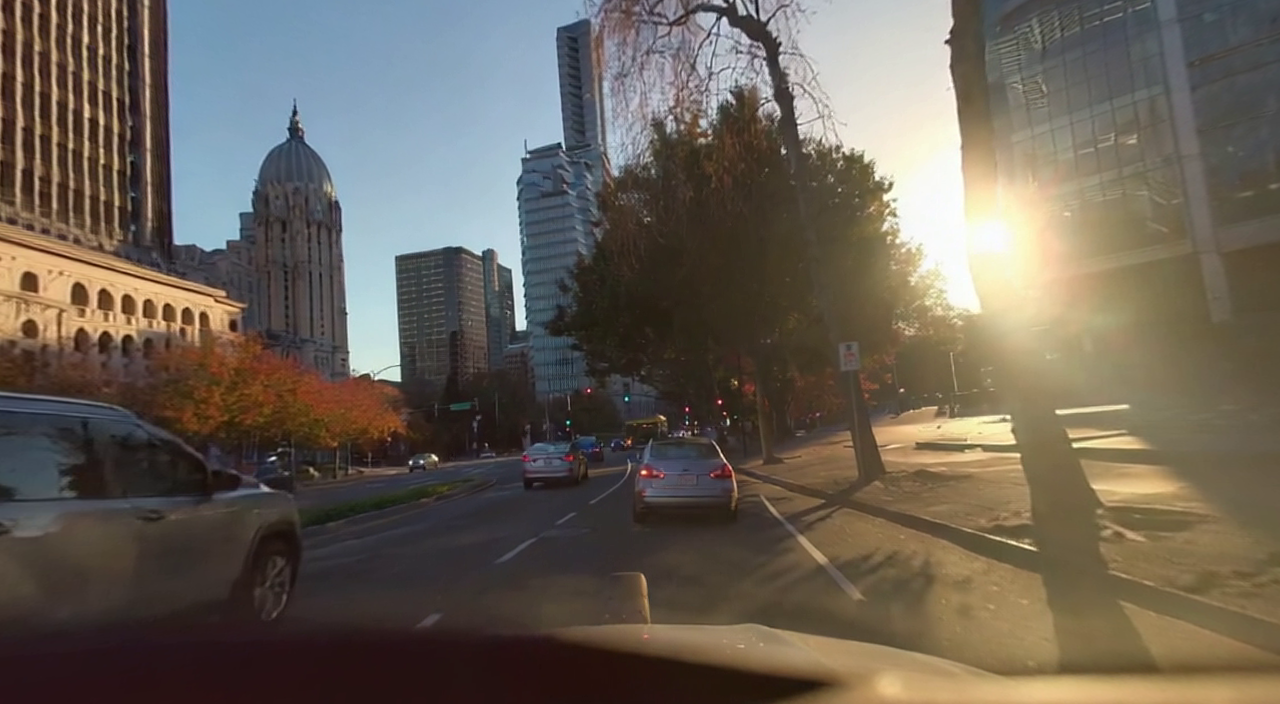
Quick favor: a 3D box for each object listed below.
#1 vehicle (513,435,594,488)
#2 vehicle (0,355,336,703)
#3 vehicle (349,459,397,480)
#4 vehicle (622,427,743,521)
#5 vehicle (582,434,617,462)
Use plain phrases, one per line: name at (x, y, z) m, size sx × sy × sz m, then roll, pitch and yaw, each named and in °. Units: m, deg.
vehicle at (-2.668, 3.510, 20.477) m, size 1.961 × 1.517 × 4.202 m, roll 0°, pitch -8°, yaw 1°
vehicle at (-3.275, 0.931, 2.919) m, size 1.848 × 1.641 × 3.686 m, roll 0°, pitch -8°, yaw 0°
vehicle at (-20.961, 9.223, 49.679) m, size 1.927 × 1.519 × 4.447 m, roll 0°, pitch -8°, yaw -1°
vehicle at (0.662, 2.244, 12.074) m, size 1.933 × 1.504 × 3.802 m, roll 0°, pitch -8°, yaw 0°
vehicle at (-2.633, 6.415, 42.094) m, size 1.969 × 1.764 × 4.160 m, roll 0°, pitch -8°, yaw 1°
